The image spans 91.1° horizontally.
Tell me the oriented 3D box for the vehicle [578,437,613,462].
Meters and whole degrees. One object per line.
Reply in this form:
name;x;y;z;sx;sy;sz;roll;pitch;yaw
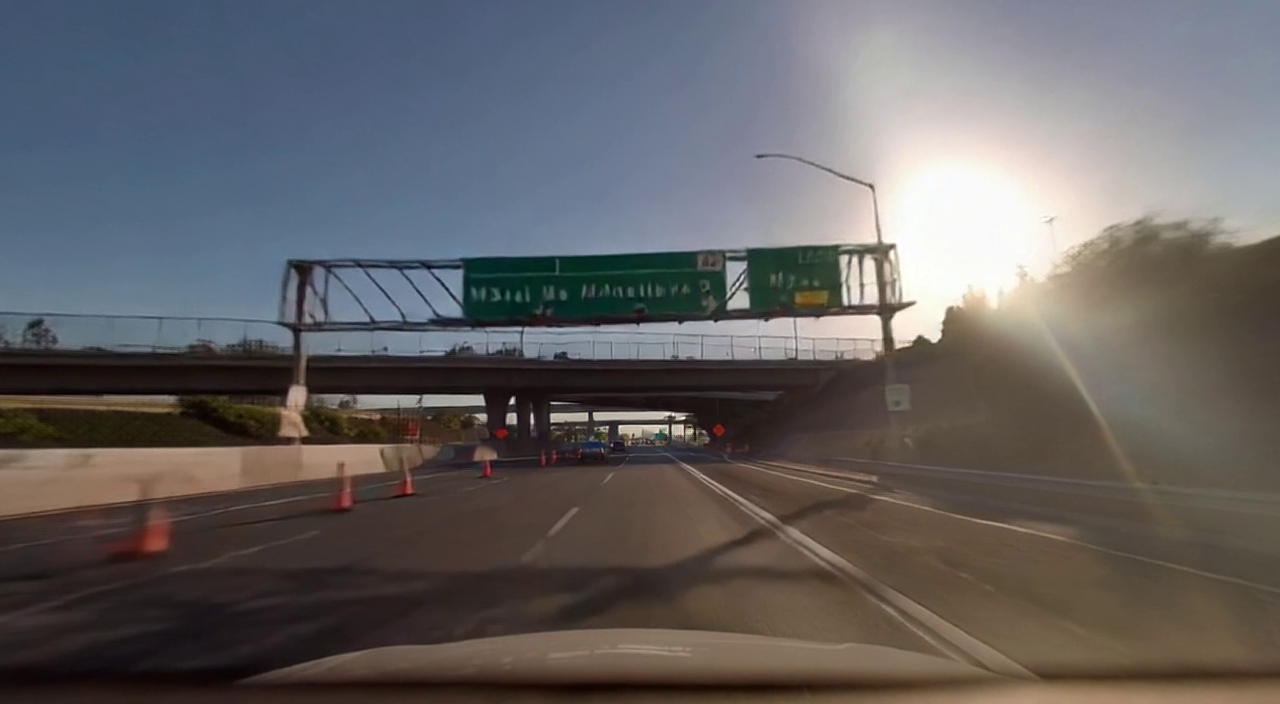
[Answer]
vehicle;-3.042;6.779;43.667;2.078;1.629;4.059;0;-8;1
